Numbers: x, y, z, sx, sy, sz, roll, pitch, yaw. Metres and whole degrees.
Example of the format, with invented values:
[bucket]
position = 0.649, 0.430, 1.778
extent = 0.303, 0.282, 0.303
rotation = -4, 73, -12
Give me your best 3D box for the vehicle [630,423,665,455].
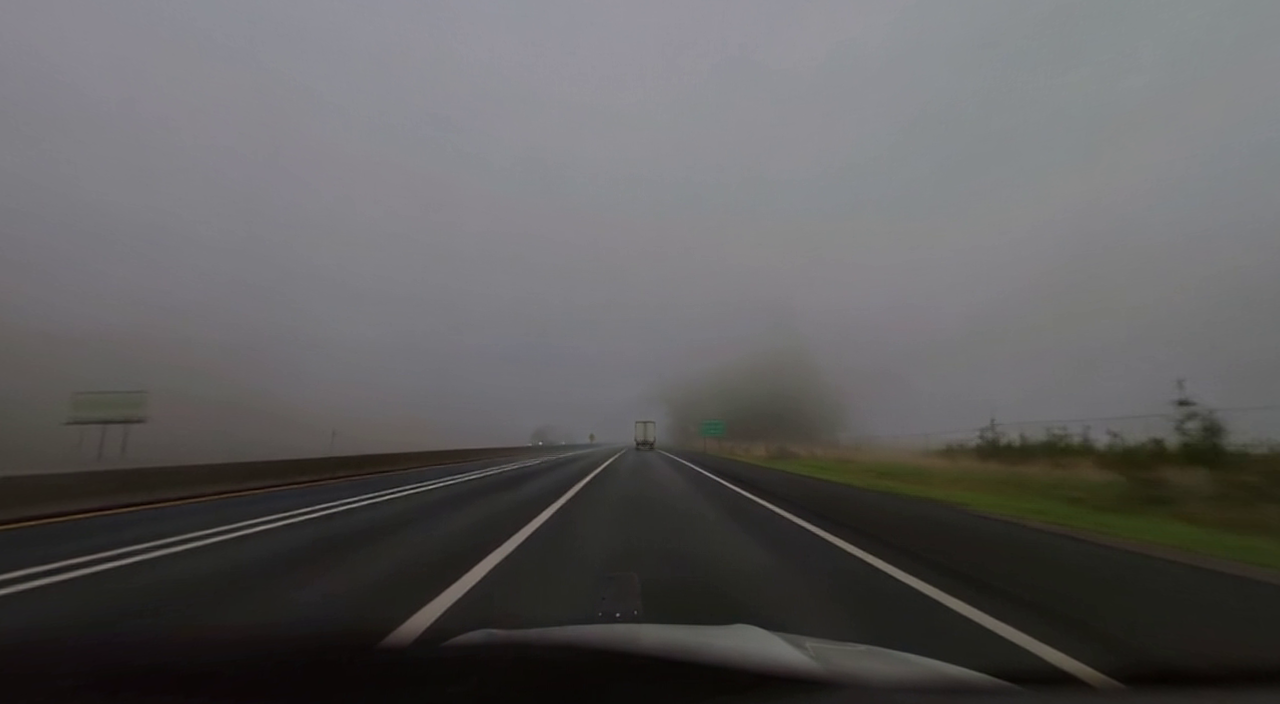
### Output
[vehicle]
position = 0.487, 6.779, 49.096
extent = 2.495, 2.327, 5.800
rotation = 0, -8, -1
